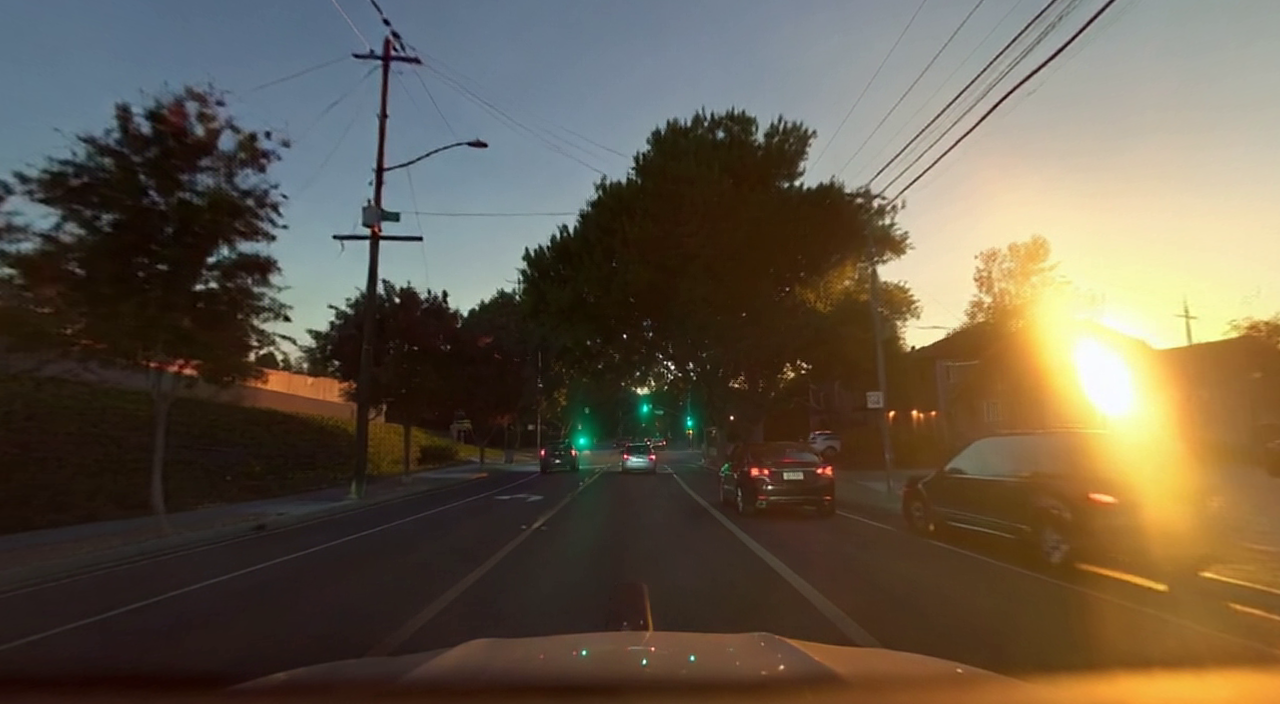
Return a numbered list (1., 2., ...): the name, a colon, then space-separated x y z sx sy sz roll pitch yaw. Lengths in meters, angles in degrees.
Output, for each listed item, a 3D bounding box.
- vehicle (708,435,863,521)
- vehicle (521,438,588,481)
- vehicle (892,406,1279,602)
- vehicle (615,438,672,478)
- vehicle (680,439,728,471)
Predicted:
1. vehicle: 2.790 2.522 13.287 2.158 1.483 4.415 0 -8 -1
2. vehicle: -3.256 4.200 24.964 2.012 1.505 4.205 0 -8 1
3. vehicle: 5.675 1.877 8.877 2.277 1.850 4.717 4 -8 -1
4. vehicle: 0.104 4.212 25.314 2.101 1.467 4.210 0 -8 0
5. vehicle: 3.172 5.205 32.025 1.943 1.484 4.030 0 -8 -1
